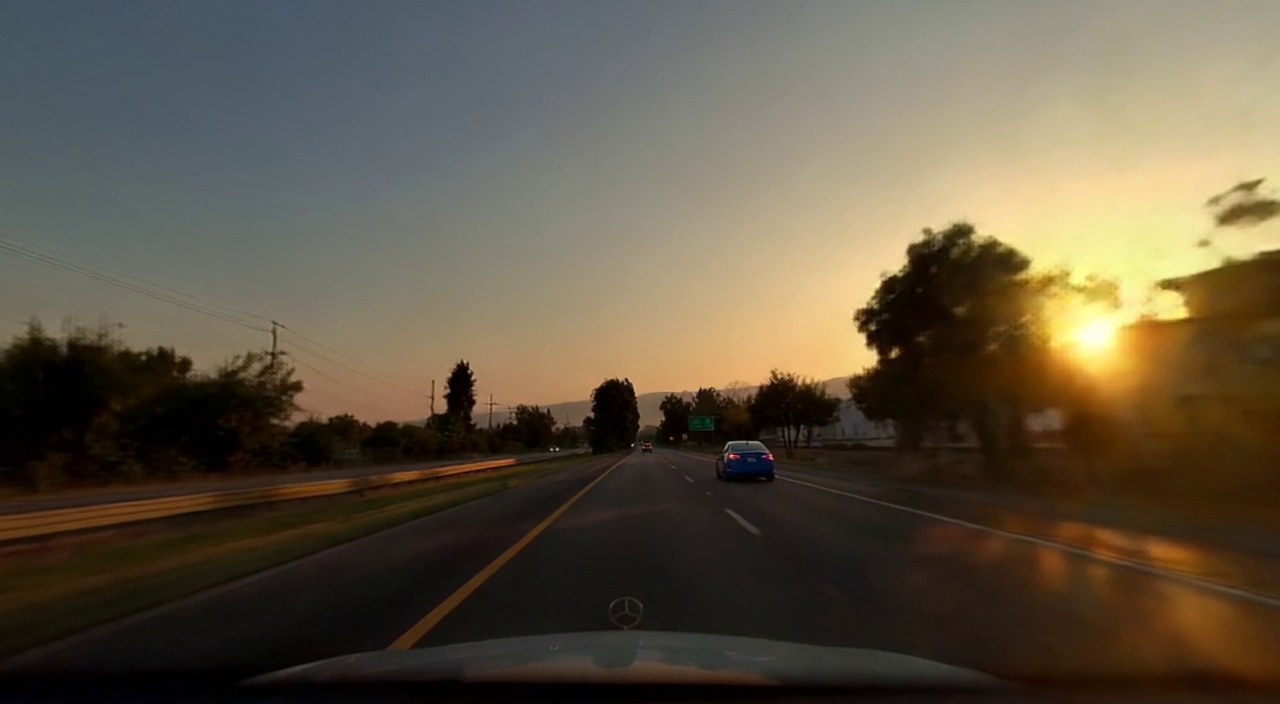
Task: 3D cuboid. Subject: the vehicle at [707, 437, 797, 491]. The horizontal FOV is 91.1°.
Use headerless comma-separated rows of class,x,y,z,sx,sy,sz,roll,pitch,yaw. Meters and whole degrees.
vehicle,3.485,3.568,20.336,2.079,1.531,3.997,0,-8,-1
